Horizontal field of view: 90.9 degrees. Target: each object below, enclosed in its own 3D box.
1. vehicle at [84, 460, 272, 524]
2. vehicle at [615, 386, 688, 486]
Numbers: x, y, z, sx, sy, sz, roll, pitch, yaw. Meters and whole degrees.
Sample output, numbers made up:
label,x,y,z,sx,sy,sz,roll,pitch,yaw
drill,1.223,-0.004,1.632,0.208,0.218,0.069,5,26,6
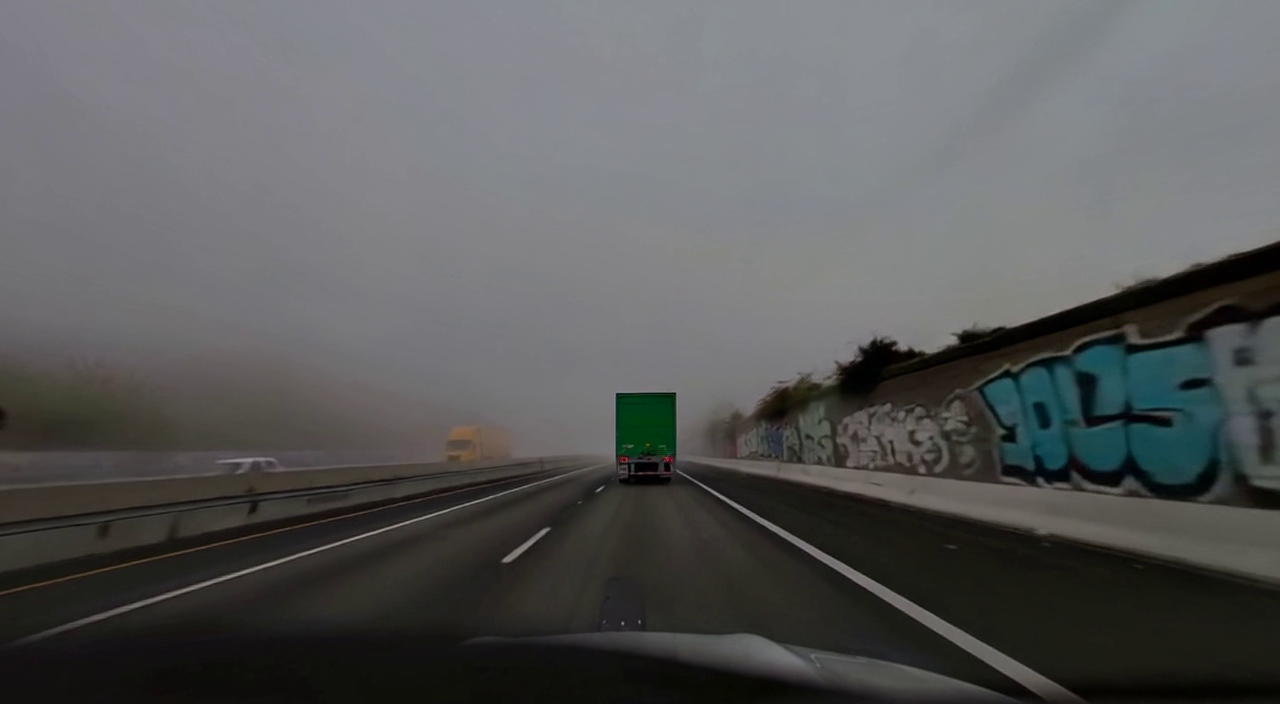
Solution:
label,x,y,z,sx,sy,sz,roll,pitch,yaw
vehicle,-12.085,3.639,16.915,1.795,1.426,4.297,0,-9,-1
vehicle,0.362,4.119,30.088,2.900,3.955,10.151,0,-9,-1
